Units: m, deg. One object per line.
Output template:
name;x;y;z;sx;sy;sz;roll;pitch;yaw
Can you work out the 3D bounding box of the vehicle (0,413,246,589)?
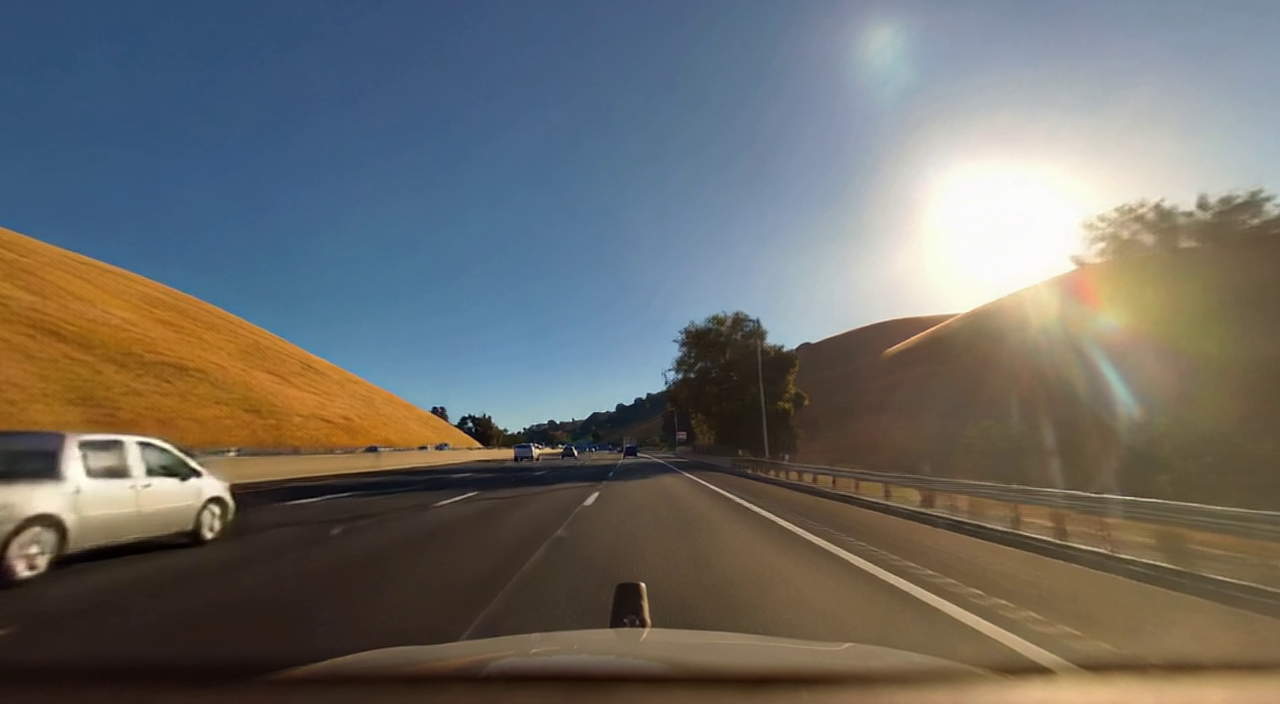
vehicle;-6.991;1.603;7.270;2.045;1.624;4.338;0;-9;0
